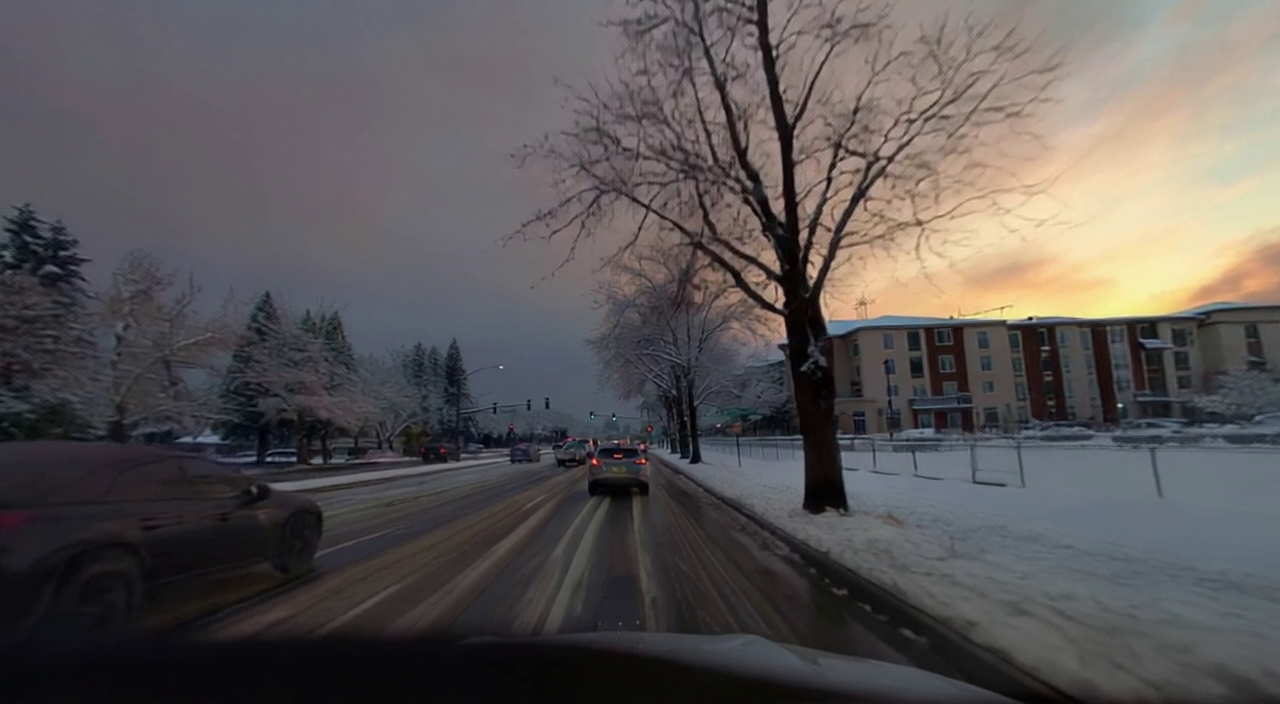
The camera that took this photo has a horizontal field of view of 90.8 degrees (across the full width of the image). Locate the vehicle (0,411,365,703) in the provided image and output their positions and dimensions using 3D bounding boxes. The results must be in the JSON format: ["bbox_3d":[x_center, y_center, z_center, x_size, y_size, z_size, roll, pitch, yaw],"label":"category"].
[{"bbox_3d":[-4.218,1.353,4.976,2.032,1.515,4.641,0,-9,0],"label":"vehicle"}]

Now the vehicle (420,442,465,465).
[{"bbox_3d":[-15.345,7.939,49.220,2.064,1.686,4.380,0,-9,0],"label":"vehicle"}]

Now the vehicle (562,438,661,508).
[{"bbox_3d":[-0.664,2.930,15.708,2.099,1.469,4.389,0,-9,-1],"label":"vehicle"}]

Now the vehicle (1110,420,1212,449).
[{"bbox_3d":[26.633,4.248,32.350,3.719,1.416,1.741,0,-9,-5],"label":"vehicle"}]
